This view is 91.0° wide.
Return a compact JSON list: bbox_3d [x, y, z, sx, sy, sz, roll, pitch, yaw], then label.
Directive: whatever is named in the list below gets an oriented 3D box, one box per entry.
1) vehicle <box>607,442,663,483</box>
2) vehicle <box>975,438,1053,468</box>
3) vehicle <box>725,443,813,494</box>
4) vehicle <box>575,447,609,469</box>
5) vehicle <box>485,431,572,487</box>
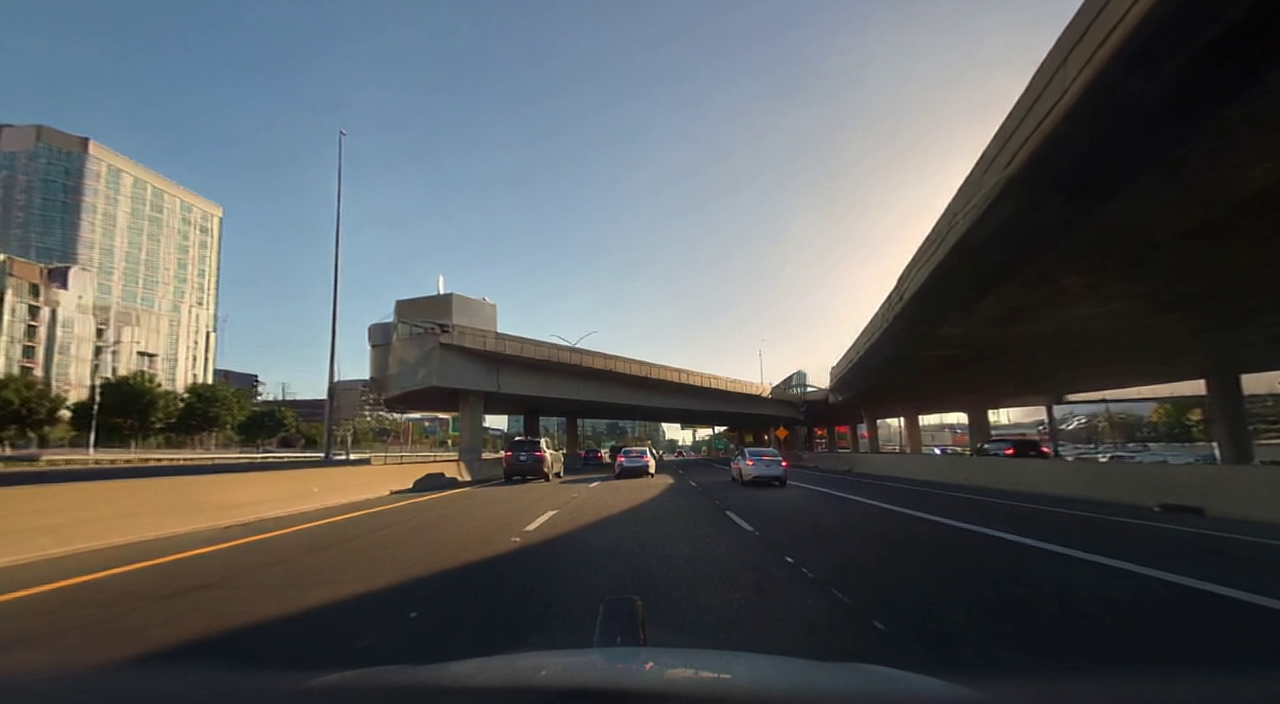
[{"bbox_3d":[-0.162,4.402,25.389,2.089,1.493,3.964,0,-9,1],"label":"vehicle"},{"bbox_3d":[26.674,7.259,45.281,2.376,1.988,6.109,-1,-9,6],"label":"vehicle"},{"bbox_3d":[4.093,3.744,20.669,1.974,1.490,3.994,0,-9,-1],"label":"vehicle"},{"bbox_3d":[-3.323,7.407,44.299,1.868,1.431,4.055,0,-9,2],"label":"vehicle"},{"bbox_3d":[-3.924,3.876,23.067,2.142,1.819,4.648,0,-9,2],"label":"vehicle"}]
